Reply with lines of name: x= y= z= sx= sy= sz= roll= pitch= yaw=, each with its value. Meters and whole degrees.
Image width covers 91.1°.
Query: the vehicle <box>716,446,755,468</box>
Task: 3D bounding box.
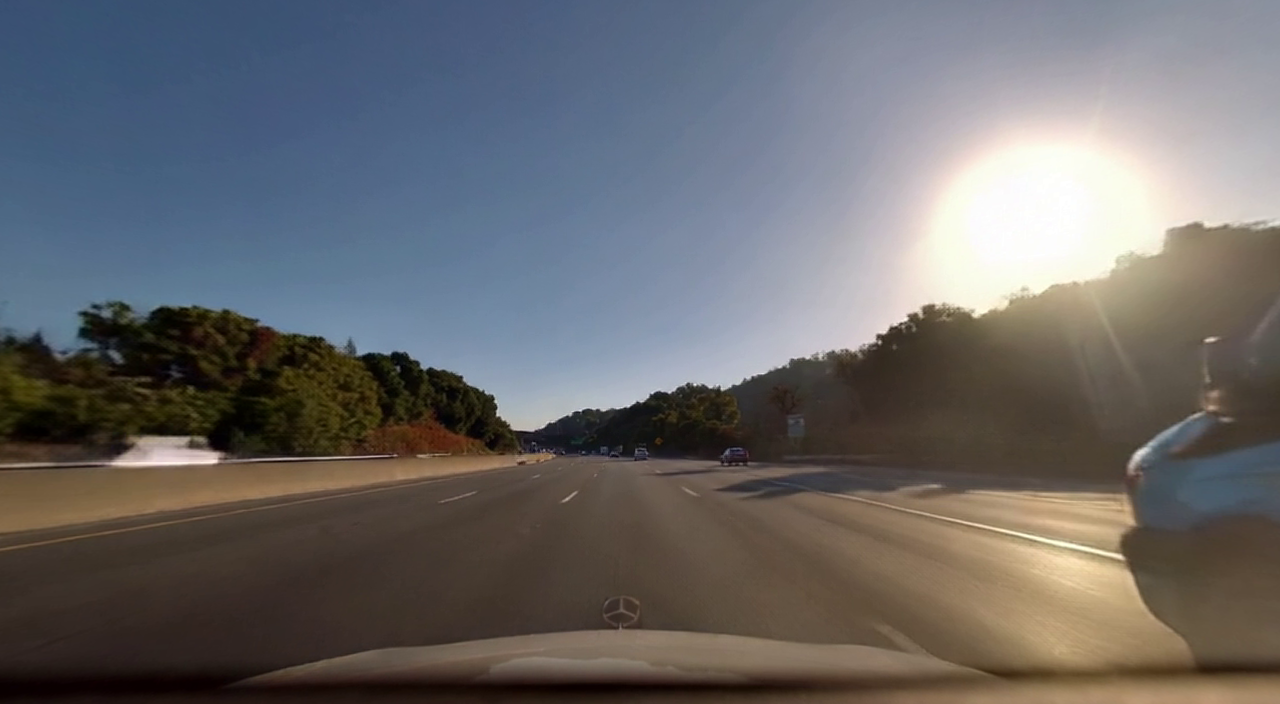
vehicle: x=6.713 y=7.421 z=44.612 sx=1.942 sy=1.462 sz=3.926 roll=0 pitch=-9 yaw=-3
